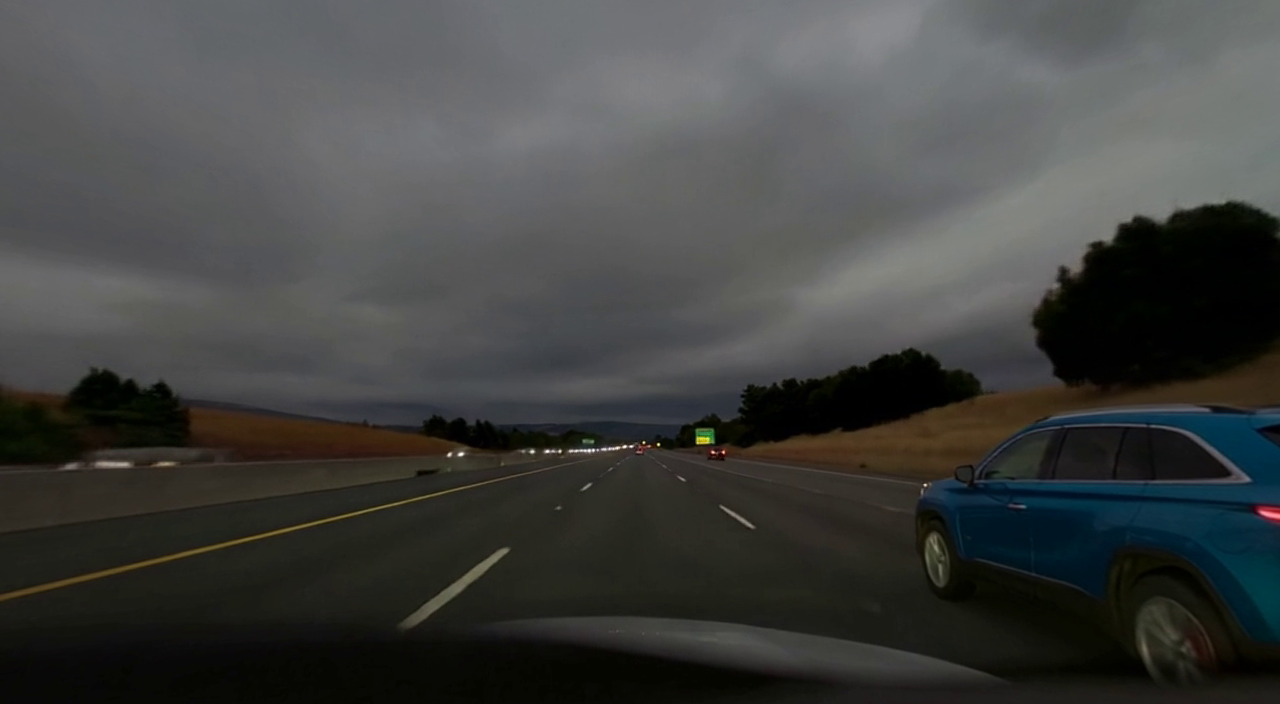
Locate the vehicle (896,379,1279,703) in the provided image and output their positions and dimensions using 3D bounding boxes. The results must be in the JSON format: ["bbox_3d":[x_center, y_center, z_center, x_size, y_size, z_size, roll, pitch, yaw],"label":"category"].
[{"bbox_3d":[3.466,1.223,4.085,1.784,1.733,4.141,0,-9,0],"label":"vehicle"}]

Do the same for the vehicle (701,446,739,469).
[{"bbox_3d":[5.963,7.913,47.185,2.006,1.652,4.417,0,-9,-3],"label":"vehicle"}]

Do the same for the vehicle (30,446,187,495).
[{"bbox_3d":[-18.761,4.162,22.445,1.667,1.535,4.471,0,-9,1],"label":"vehicle"}]
